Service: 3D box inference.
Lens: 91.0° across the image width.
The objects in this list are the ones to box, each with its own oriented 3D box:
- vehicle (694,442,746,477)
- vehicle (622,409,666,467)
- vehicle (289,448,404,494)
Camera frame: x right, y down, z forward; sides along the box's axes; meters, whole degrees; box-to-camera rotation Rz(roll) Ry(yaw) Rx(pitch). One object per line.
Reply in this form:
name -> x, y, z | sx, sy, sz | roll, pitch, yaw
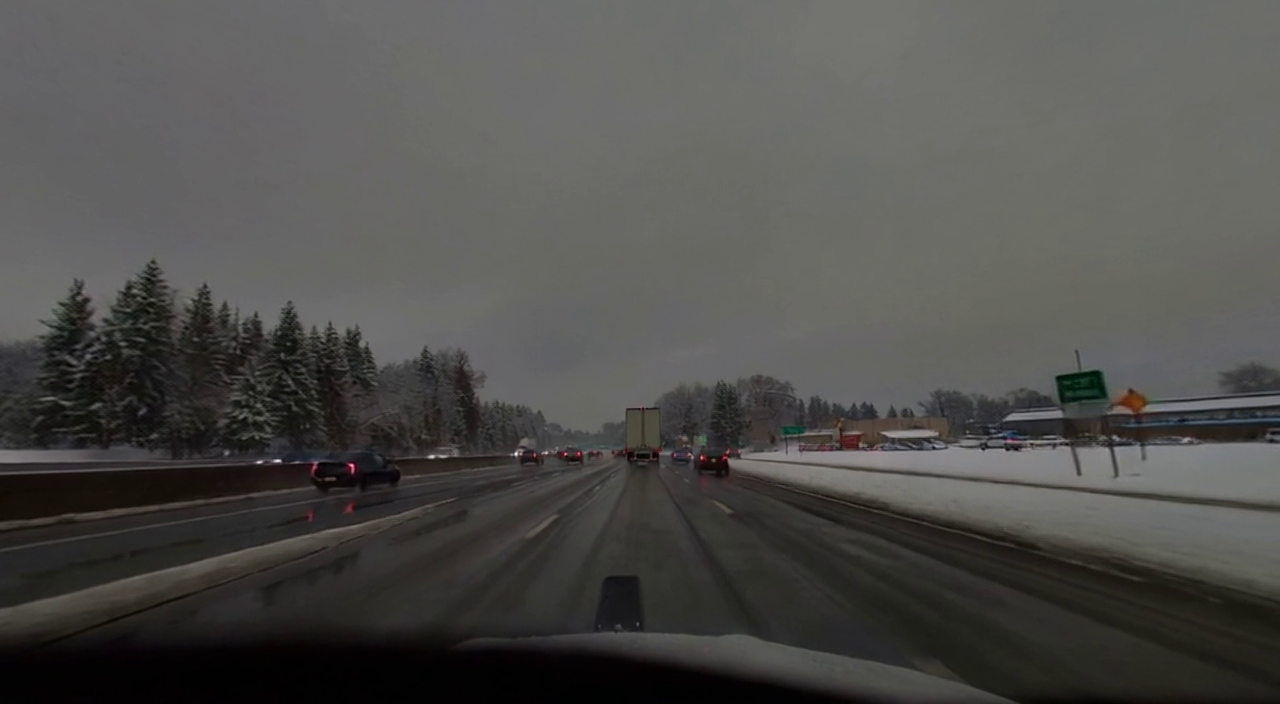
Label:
vehicle -> 4.064, 5.562, 32.762 | 2.107, 1.707, 4.445 | 0, -9, 0
vehicle -> 0.440, 6.661, 47.991 | 3.012, 3.928, 10.262 | 0, -9, 2
vehicle -> -10.678, 4.327, 23.332 | 2.015, 1.521, 4.550 | 0, -9, 1
